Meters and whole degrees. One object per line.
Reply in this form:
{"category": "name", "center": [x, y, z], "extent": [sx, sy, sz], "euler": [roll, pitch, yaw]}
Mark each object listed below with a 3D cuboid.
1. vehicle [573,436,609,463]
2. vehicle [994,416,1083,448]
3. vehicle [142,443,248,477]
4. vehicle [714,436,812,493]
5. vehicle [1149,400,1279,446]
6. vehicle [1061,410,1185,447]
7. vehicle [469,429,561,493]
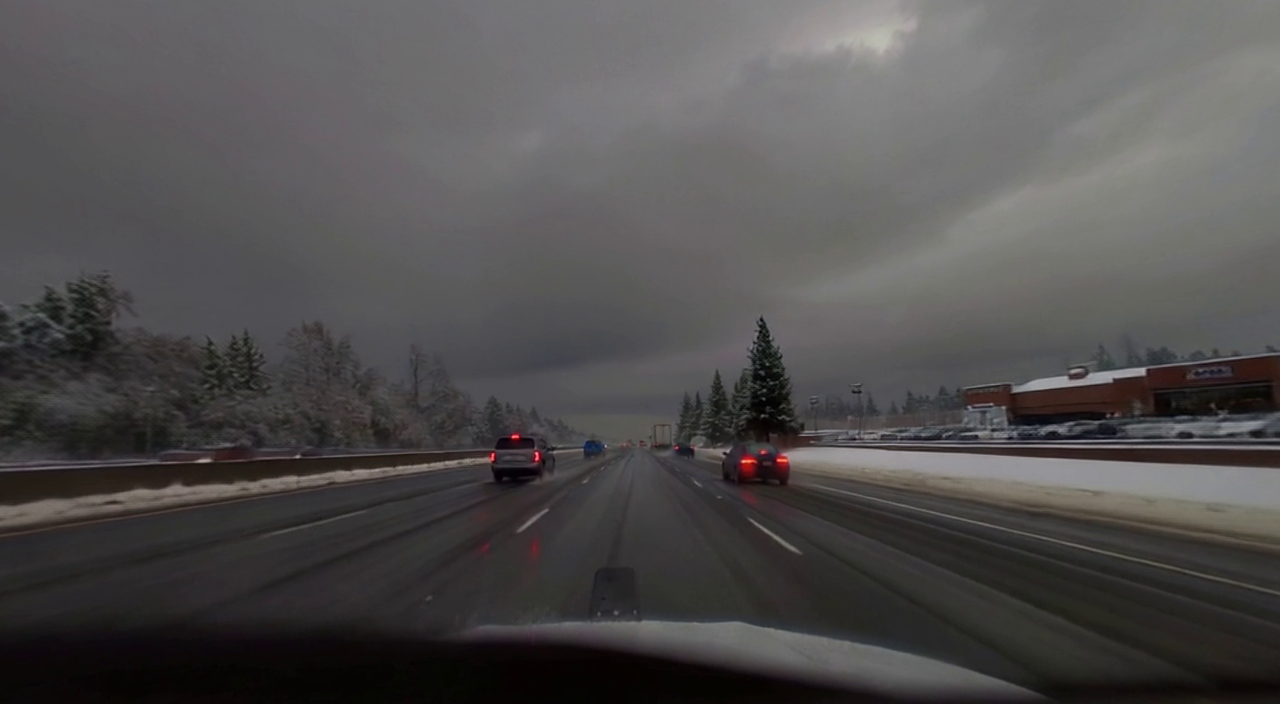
{"category": "vehicle", "center": [-3.712, 7.558, 49.084], "extent": [2.410, 1.981, 5.355], "euler": [0, -8, 0]}
{"category": "vehicle", "center": [27.539, 5.655, 43.974], "extent": [2.031, 1.963, 6.154], "euler": [-2, -9, -1]}
{"category": "vehicle", "center": [-21.015, 5.086, 30.084], "extent": [1.878, 1.500, 4.292], "euler": [0, -8, 0]}
{"category": "vehicle", "center": [3.634, 3.415, 19.590], "extent": [1.957, 1.510, 4.643], "euler": [0, -8, -2]}
{"category": "vehicle", "center": [27.724, 3.446, 29.920], "extent": [2.235, 1.862, 5.983], "euler": [-1, -9, 0]}
{"category": "vehicle", "center": [27.649, 4.507, 36.559], "extent": [2.202, 1.863, 6.272], "euler": [-1, -9, 0]}
{"category": "vehicle", "center": [-3.805, 3.407, 20.086], "extent": [1.987, 1.765, 4.508], "euler": [0, -8, 0]}
